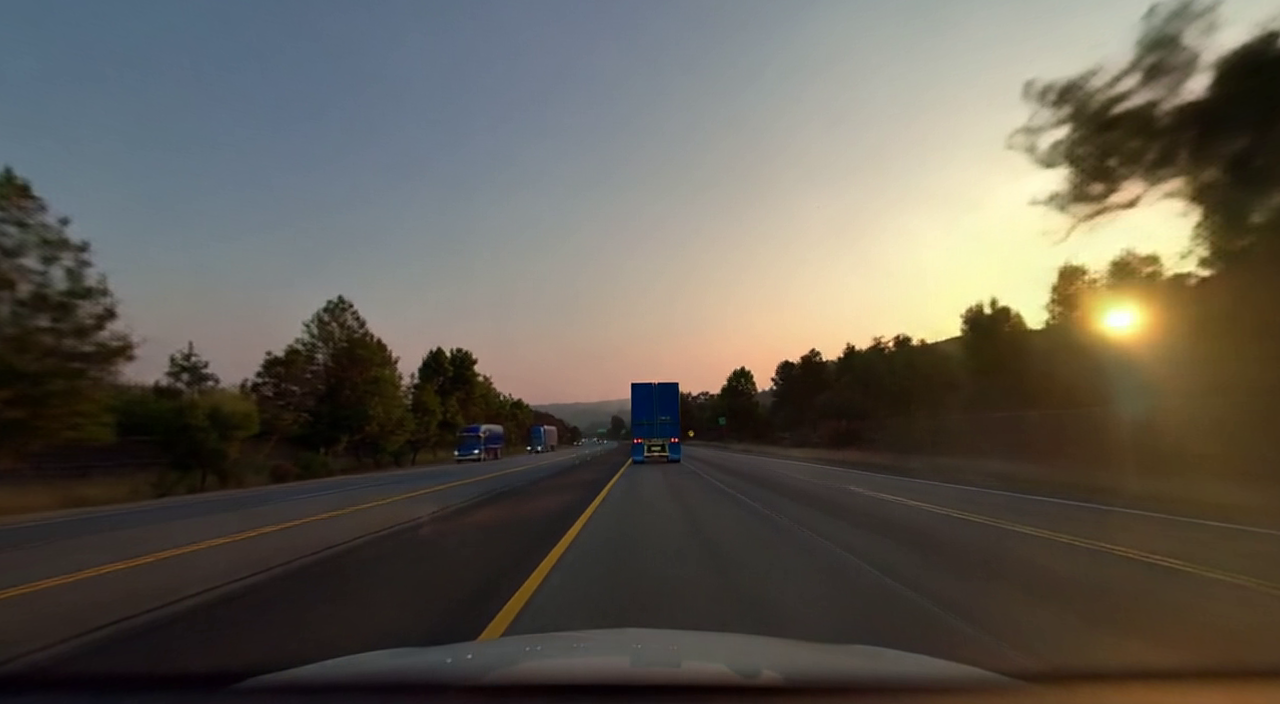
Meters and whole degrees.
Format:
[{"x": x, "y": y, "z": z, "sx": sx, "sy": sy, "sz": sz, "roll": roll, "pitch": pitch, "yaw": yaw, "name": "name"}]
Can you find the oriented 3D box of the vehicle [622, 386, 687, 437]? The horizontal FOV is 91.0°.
[{"x": 0.534, "y": 2.594, "z": 26.390, "sx": 2.509, "sy": 1.890, "sz": 4.732, "roll": 0, "pitch": -8, "yaw": 0, "name": "vehicle"}]
